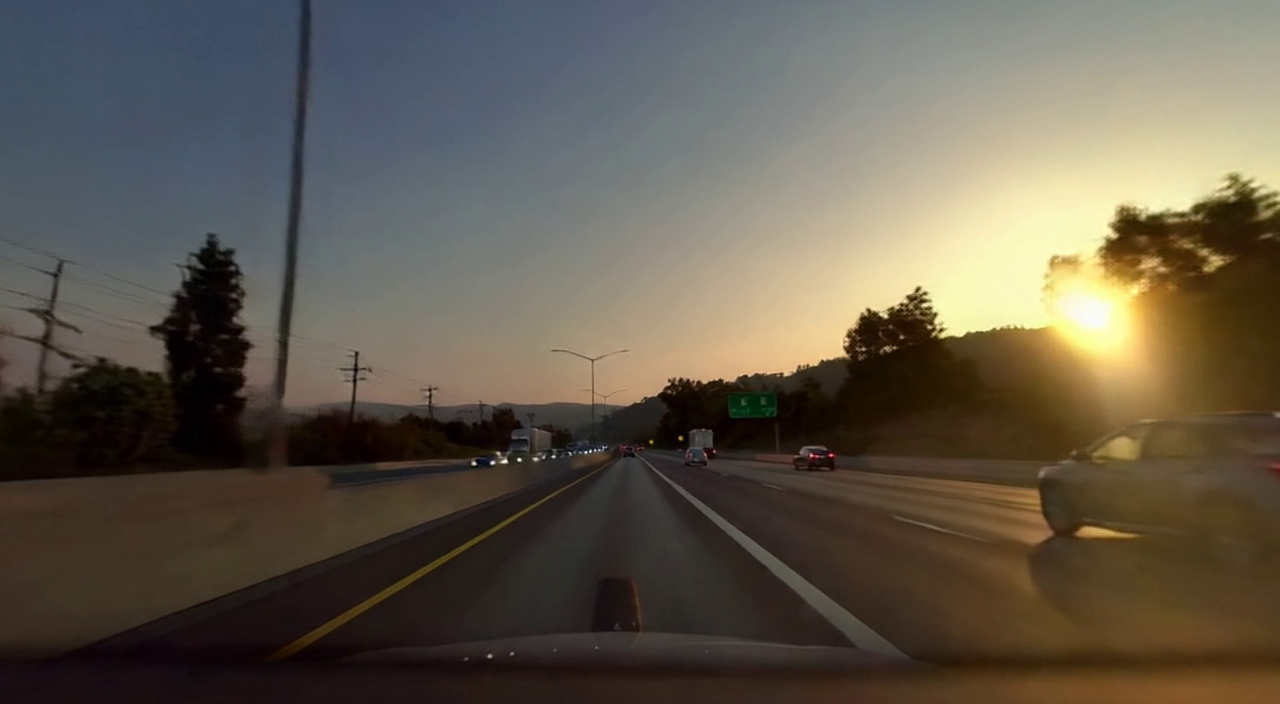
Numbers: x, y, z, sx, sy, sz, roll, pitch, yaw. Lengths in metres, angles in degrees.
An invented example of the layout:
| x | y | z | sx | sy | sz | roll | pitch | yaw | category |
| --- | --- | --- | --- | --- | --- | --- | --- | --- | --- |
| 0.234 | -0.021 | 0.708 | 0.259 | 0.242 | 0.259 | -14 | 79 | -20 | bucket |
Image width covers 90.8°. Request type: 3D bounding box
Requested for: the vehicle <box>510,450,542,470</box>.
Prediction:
| x | y | z | sx | sy | sz | roll | pitch | yaw | category |
| --- | --- | --- | --- | --- | --- | --- | --- | --- | --- |
| -8.938 | 8.450 | 49.677 | 1.798 | 1.465 | 3.431 | 0 | -9 | 1 | vehicle |

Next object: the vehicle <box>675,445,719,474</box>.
| x | y | z | sx | sy | sz | roll | pitch | yaw | category |
| --- | --- | --- | --- | --- | --- | --- | --- | --- | --- |
| 3.214 | 6.162 | 36.446 | 2.018 | 1.600 | 4.121 | 0 | -9 | -2 | vehicle |

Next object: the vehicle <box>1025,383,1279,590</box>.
| x | y | z | sx | sy | sz | roll | pitch | yaw | category |
| --- | --- | --- | --- | --- | --- | --- | --- | --- | --- |
| 6.935 | 1.369 | 6.701 | 2.244 | 1.858 | 5.414 | 0 | -9 | 0 | vehicle |

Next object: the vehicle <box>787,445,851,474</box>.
| x | y | z | sx | sy | sz | roll | pitch | yaw | category |
| --- | --- | --- | --- | --- | --- | --- | --- | --- | --- |
| 10.107 | 6.102 | 36.030 | 1.987 | 1.502 | 5.130 | 0 | -9 | -2 | vehicle |
